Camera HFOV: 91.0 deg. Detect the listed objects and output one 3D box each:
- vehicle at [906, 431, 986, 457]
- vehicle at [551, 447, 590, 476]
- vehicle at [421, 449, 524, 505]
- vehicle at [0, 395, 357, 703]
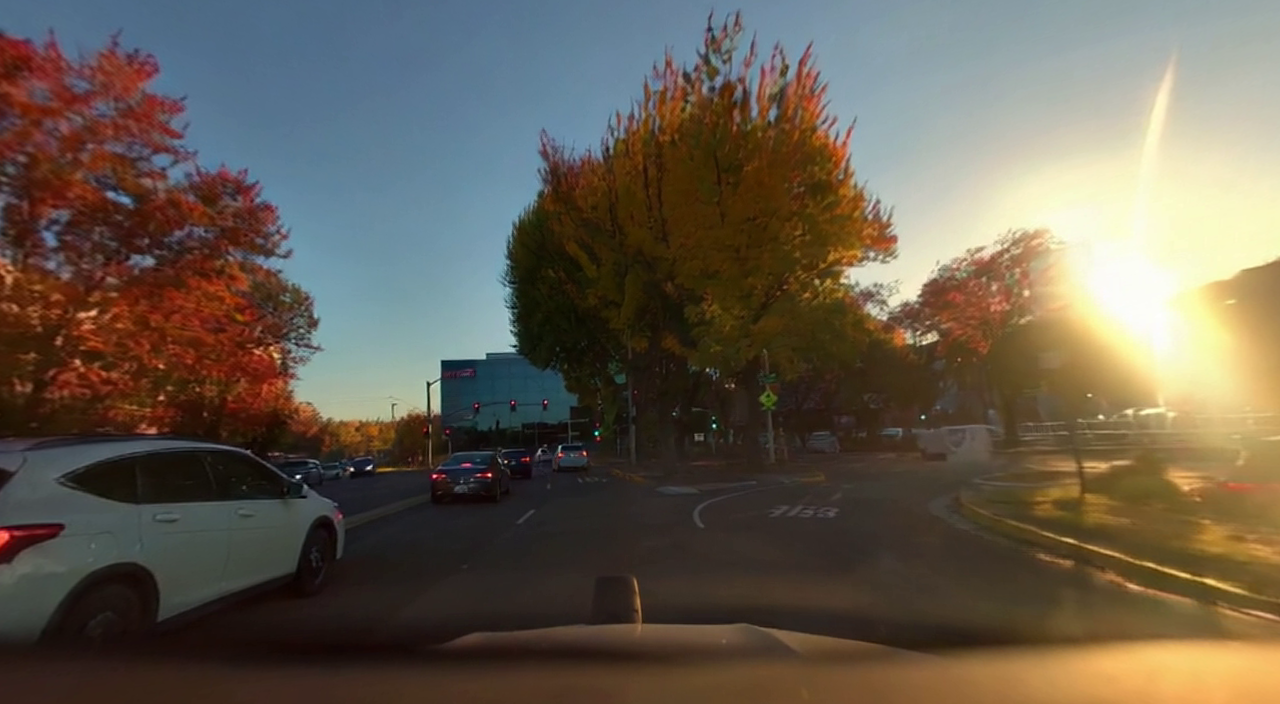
[{"bbox_3d":[22.309,6.763,46.083,2.017,1.746,4.727,7,-11,-37],"label":"vehicle"},{"bbox_3d":[-4.373,6.789,39.219,2.144,1.704,4.028,2,-9,-10],"label":"vehicle"},{"bbox_3d":[-5.061,3.839,19.908,2.090,1.506,5.326,1,-9,-3],"label":"vehicle"},{"bbox_3d":[-4.137,1.273,4.535,2.085,1.663,4.513,1,-9,0],"label":"vehicle"}]
